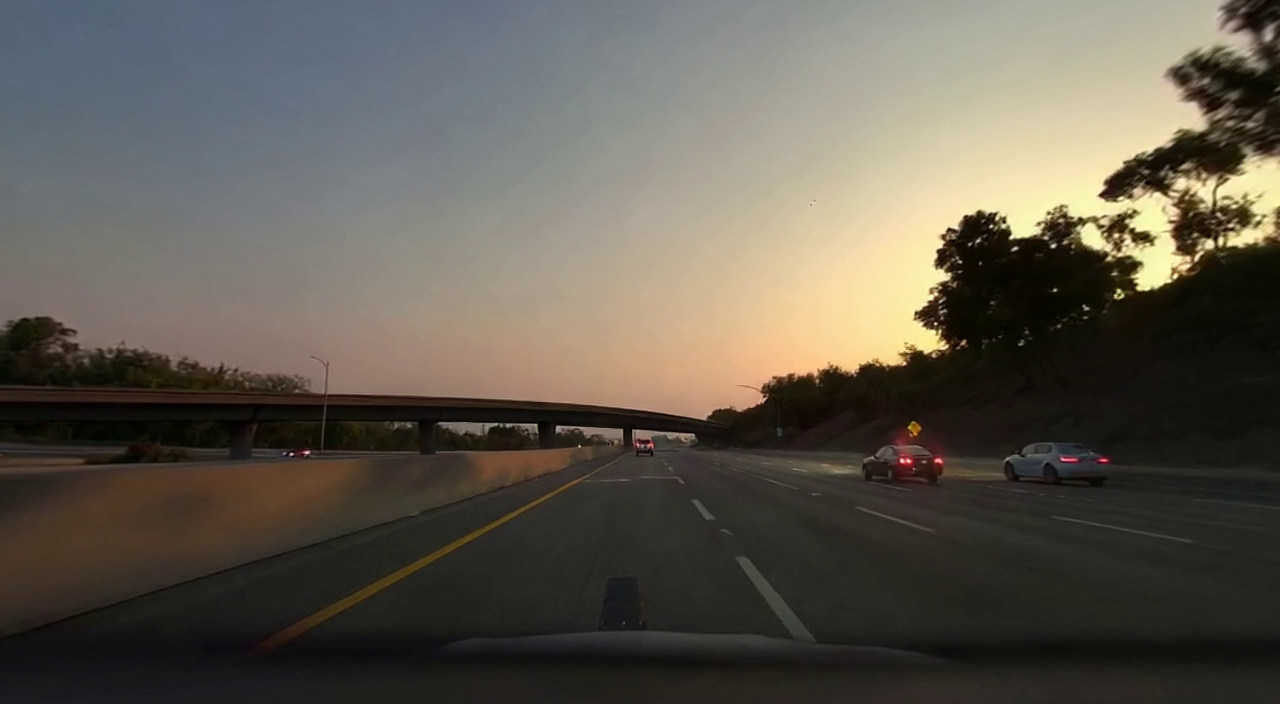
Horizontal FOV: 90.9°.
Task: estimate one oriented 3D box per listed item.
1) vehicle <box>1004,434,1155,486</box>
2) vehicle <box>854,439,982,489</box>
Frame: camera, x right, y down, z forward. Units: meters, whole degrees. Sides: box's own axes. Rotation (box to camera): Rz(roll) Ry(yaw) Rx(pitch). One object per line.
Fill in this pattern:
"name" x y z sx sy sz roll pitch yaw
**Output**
"vehicle" 15.698 3.866 22.935 2.116 1.674 4.566 0 -8 -1
"vehicle" 9.339 3.785 21.763 2.093 1.525 4.865 0 -8 -1
